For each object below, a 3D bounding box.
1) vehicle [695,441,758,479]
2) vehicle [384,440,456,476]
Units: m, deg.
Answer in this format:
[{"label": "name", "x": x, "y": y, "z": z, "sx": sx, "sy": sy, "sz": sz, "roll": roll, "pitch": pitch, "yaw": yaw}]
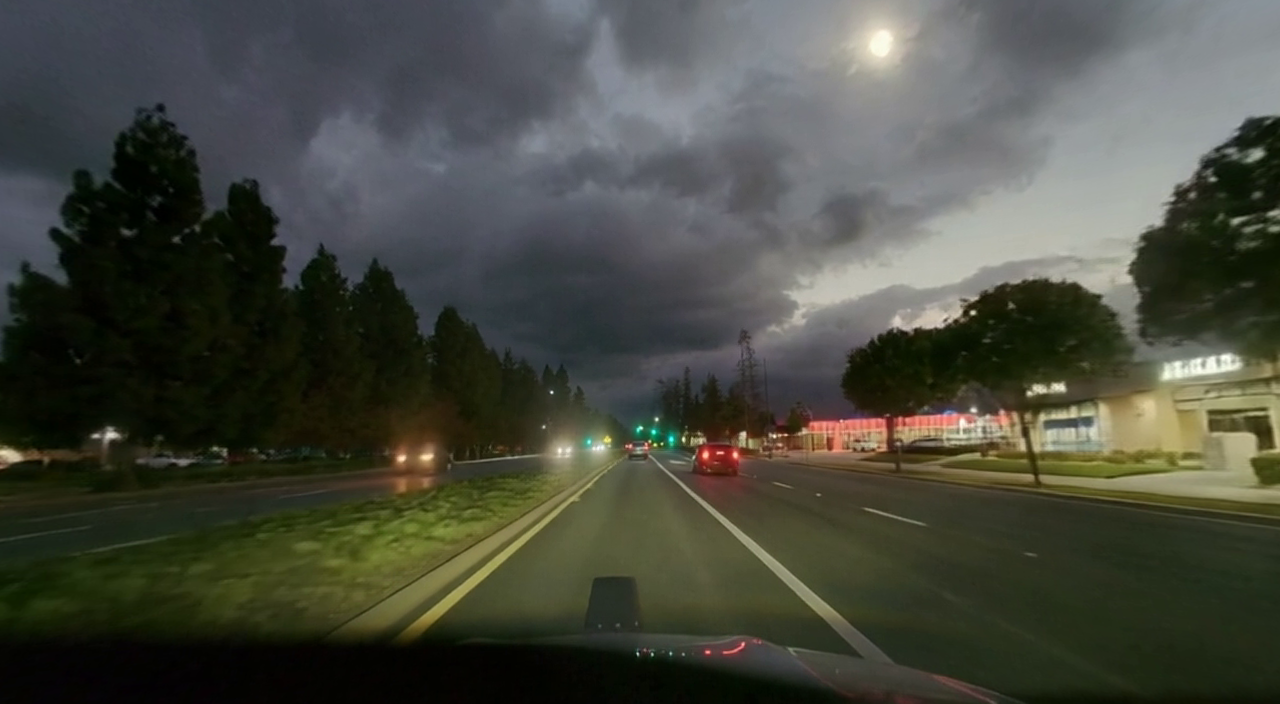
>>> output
[{"label": "vehicle", "x": 3.592, "y": 4.587, "z": 27.150, "sx": 1.983, "sy": 1.482, "sz": 4.463, "roll": 0, "pitch": -9, "yaw": -1}, {"label": "vehicle", "x": -11.833, "y": 5.741, "z": 34.363, "sx": 2.116, "sy": 1.789, "sz": 4.889, "roll": 0, "pitch": -9, "yaw": 0}]
